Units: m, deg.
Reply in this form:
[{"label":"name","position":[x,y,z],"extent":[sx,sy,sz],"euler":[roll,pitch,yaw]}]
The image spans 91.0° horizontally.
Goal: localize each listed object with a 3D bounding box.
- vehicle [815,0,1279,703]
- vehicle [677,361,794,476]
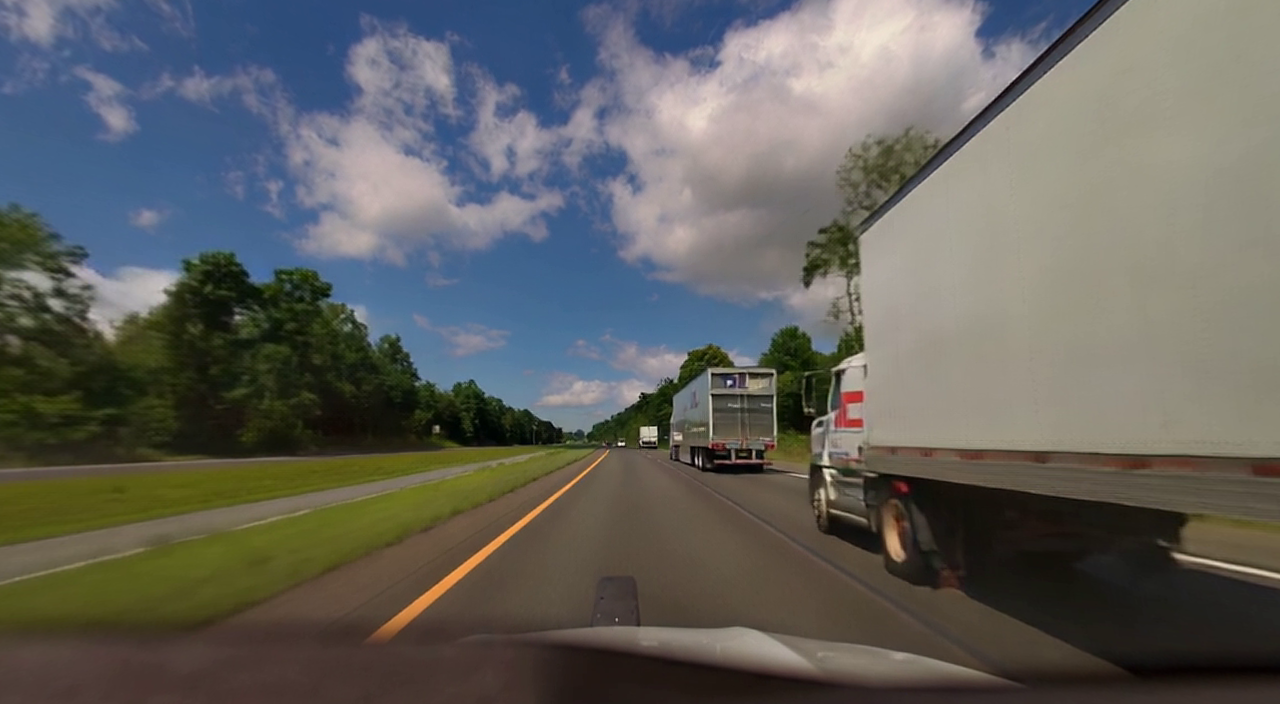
[{"label":"vehicle","position":[3.900,0.049,5.100],"extent":[3.029,3.947,5.924],"euler":[0,-8,-2]},{"label":"vehicle","position":[3.786,3.328,29.454],"extent":[2.871,4.072,14.183],"euler":[0,-8,-2]}]
